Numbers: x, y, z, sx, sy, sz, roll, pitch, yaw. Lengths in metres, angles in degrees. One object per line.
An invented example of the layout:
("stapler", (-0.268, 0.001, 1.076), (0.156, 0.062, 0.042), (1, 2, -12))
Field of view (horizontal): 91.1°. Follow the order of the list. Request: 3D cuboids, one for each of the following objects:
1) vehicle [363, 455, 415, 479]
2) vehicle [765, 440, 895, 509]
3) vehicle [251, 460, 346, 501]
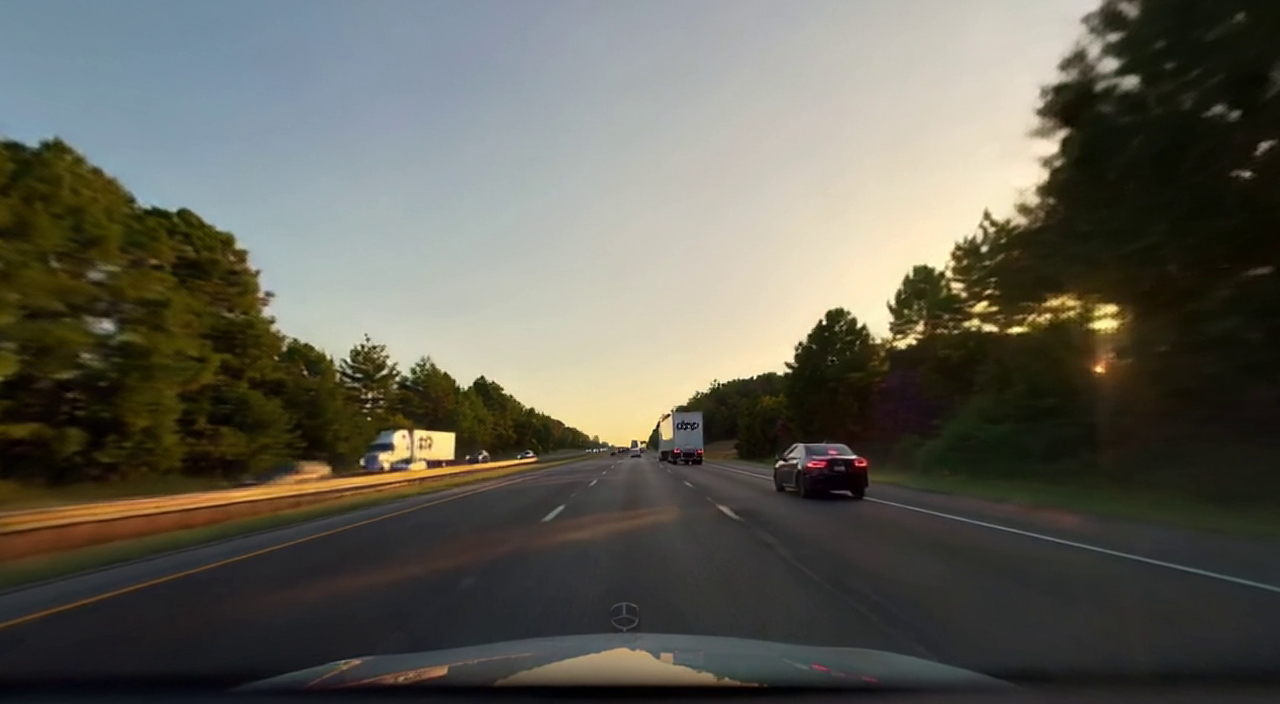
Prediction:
("vehicle", (-17.036, 7.796, 42.910), (1.841, 1.468, 4.174), (0, -9, 0))
("vehicle", (4.510, 2.952, 15.574), (1.910, 1.474, 3.776), (0, -9, -2))
("vehicle", (-13.300, 4.994, 24.713), (1.744, 1.368, 3.580), (0, -9, -1))
